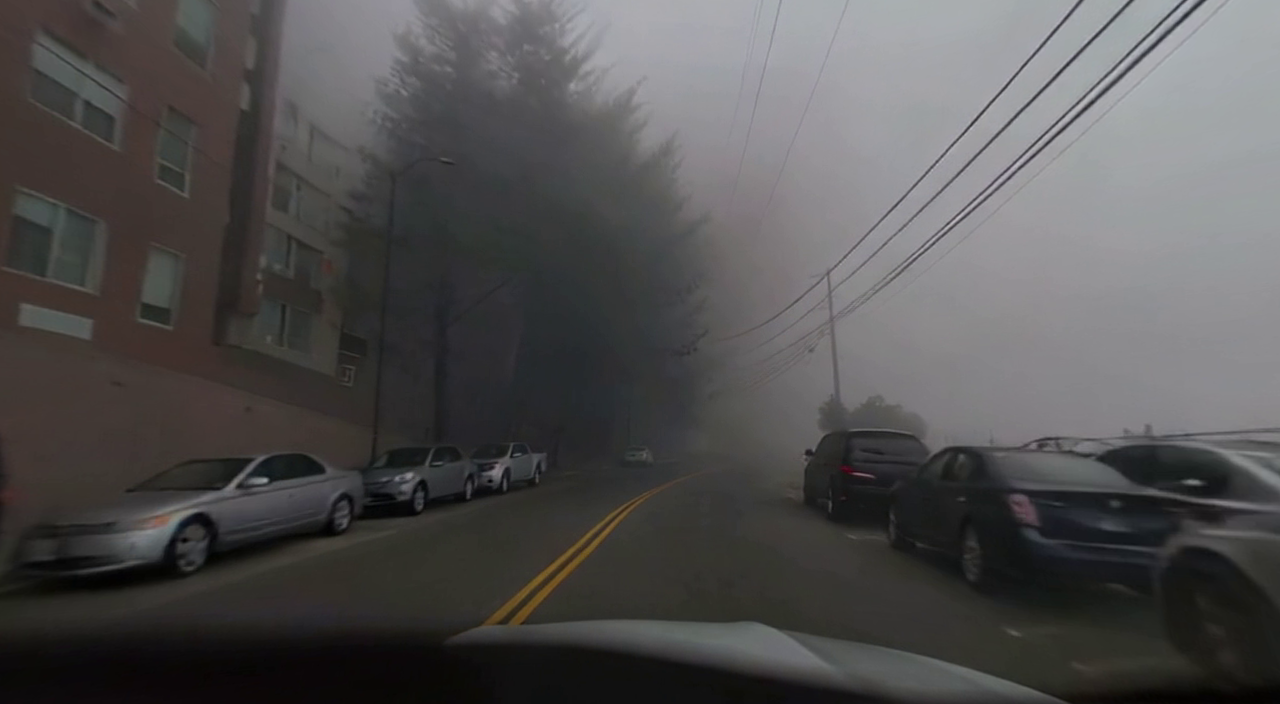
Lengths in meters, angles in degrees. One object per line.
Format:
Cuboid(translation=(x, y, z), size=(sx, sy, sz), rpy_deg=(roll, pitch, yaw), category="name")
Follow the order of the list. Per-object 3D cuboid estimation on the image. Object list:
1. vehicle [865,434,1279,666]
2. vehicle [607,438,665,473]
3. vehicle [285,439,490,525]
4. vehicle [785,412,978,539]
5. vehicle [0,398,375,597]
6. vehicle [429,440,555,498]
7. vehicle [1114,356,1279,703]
Cuboid(translation=(4.199, 1.749, 6.959), size=(1.976, 1.560, 5.158), rpy_deg=(-1, -9, 5), category="vehicle")
Cuboid(translation=(-0.144, 6.031, 36.795), size=(1.953, 1.871, 4.712), rpy_deg=(-3, -9, 18), category="vehicle")
Cuboid(translation=(-5.200, 2.737, 13.936), size=(2.020, 1.519, 4.944), rpy_deg=(-1, -9, 7), category="vehicle")
Cuboid(translation=(4.530, 2.407, 12.955), size=(2.184, 2.035, 5.422), rpy_deg=(-1, -9, 5), category="vehicle")
Cuboid(translation=(-5.821, 1.759, 8.556), size=(1.976, 1.886, 4.831), rpy_deg=(-1, -9, 5), category="vehicle")
Cuboid(translation=(-4.408, 3.569, 19.636), size=(1.966, 1.568, 4.705), rpy_deg=(-2, -9, 12), category="vehicle")
Cuboid(translation=(3.797, 0.695, 1.265), size=(2.084, 1.804, 4.882), rpy_deg=(-1, -9, 4), category="vehicle")
